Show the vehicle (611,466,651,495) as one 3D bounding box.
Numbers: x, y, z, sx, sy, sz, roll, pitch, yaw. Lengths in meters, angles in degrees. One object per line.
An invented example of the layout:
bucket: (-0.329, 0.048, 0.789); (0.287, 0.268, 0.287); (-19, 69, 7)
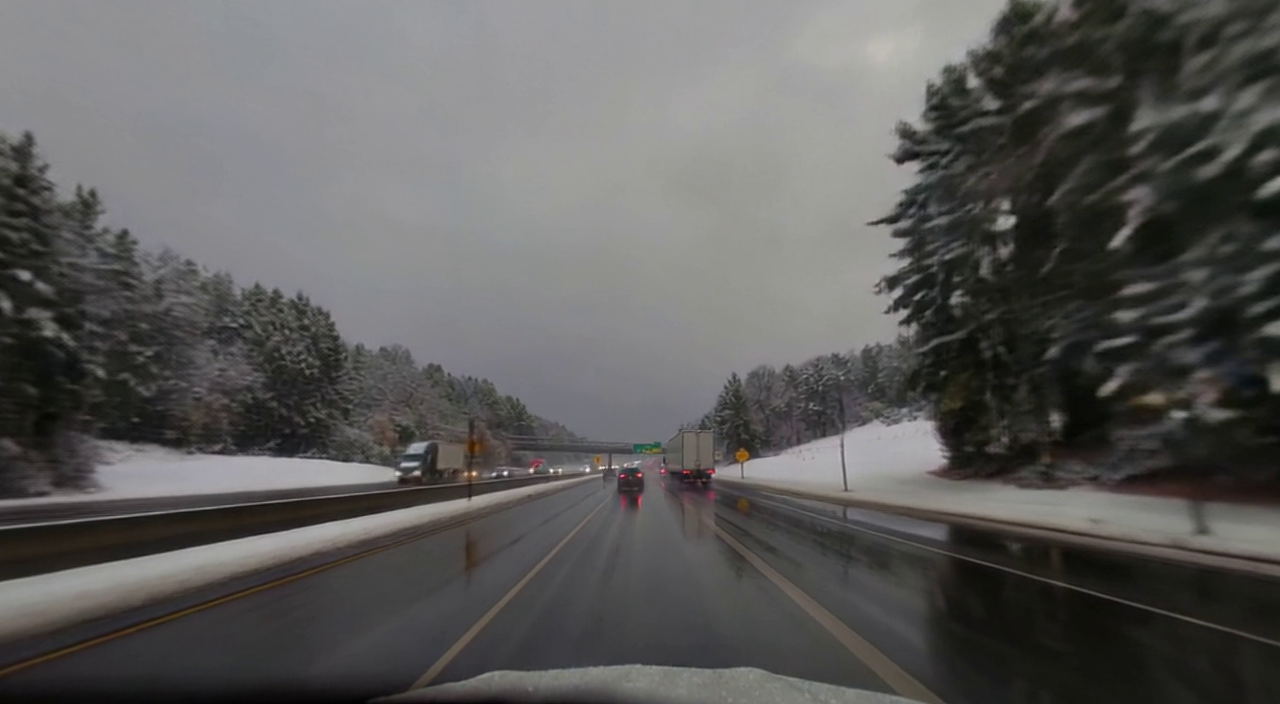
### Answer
vehicle: (-0.517, 6.967, 34.347); (2.010, 1.436, 3.973); (1, -10, -1)
